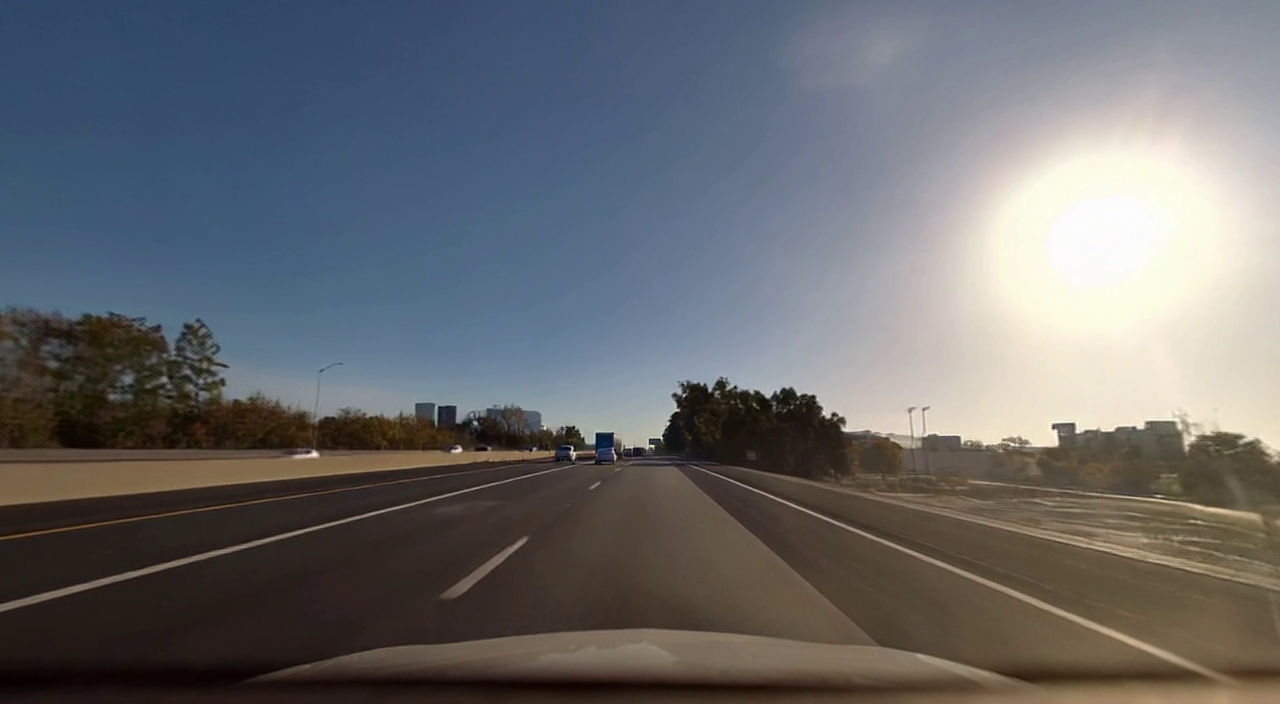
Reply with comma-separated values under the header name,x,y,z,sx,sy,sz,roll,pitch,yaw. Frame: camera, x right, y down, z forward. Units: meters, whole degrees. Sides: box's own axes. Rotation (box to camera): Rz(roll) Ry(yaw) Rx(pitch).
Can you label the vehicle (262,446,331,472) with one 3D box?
name,x,y,z,sx,sy,sz,roll,pitch,yaw
vehicle,-22.331,6.933,41.183,1.900,1.555,4.339,0,-8,2
